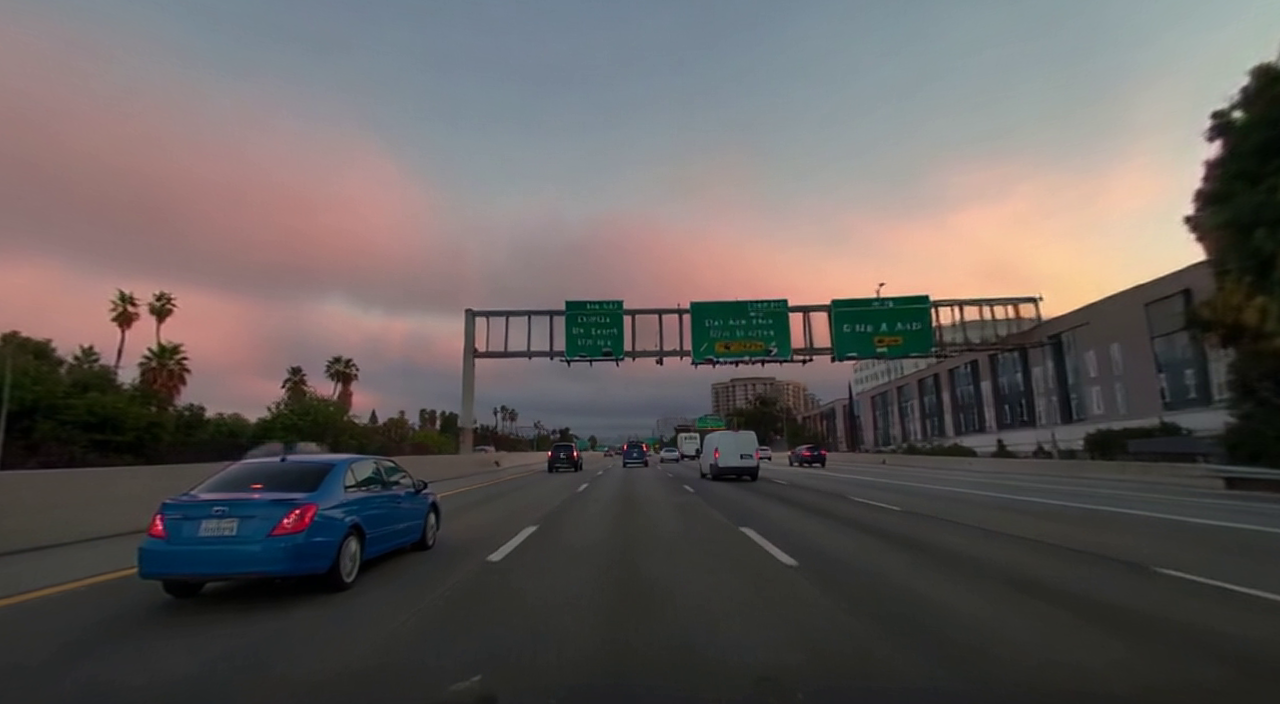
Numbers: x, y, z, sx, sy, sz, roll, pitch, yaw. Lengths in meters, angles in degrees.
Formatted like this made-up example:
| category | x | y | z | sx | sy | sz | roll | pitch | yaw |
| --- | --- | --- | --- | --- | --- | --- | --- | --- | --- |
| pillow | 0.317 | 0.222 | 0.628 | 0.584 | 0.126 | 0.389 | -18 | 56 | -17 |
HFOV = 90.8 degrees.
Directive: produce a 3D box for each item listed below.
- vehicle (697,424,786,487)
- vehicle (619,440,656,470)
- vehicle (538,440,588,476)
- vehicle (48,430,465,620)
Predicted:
| category | x | y | z | sx | sy | sz | roll | pitch | yaw |
| --- | --- | --- | --- | --- | --- | --- | --- | --- | --- |
| vehicle | 3.637 | 3.877 | 23.869 | 2.250 | 2.074 | 5.723 | 0 | -9 | -2 |
| vehicle | -0.195 | 6.558 | 40.347 | 2.212 | 1.786 | 4.198 | 0 | -9 | -1 |
| vehicle | -4.082 | 5.688 | 34.225 | 2.109 | 1.793 | 4.613 | 0 | -9 | 0 |
| vehicle | -3.630 | 1.698 | 7.210 | 1.991 | 1.469 | 4.381 | 0 | -9 | 0 |
